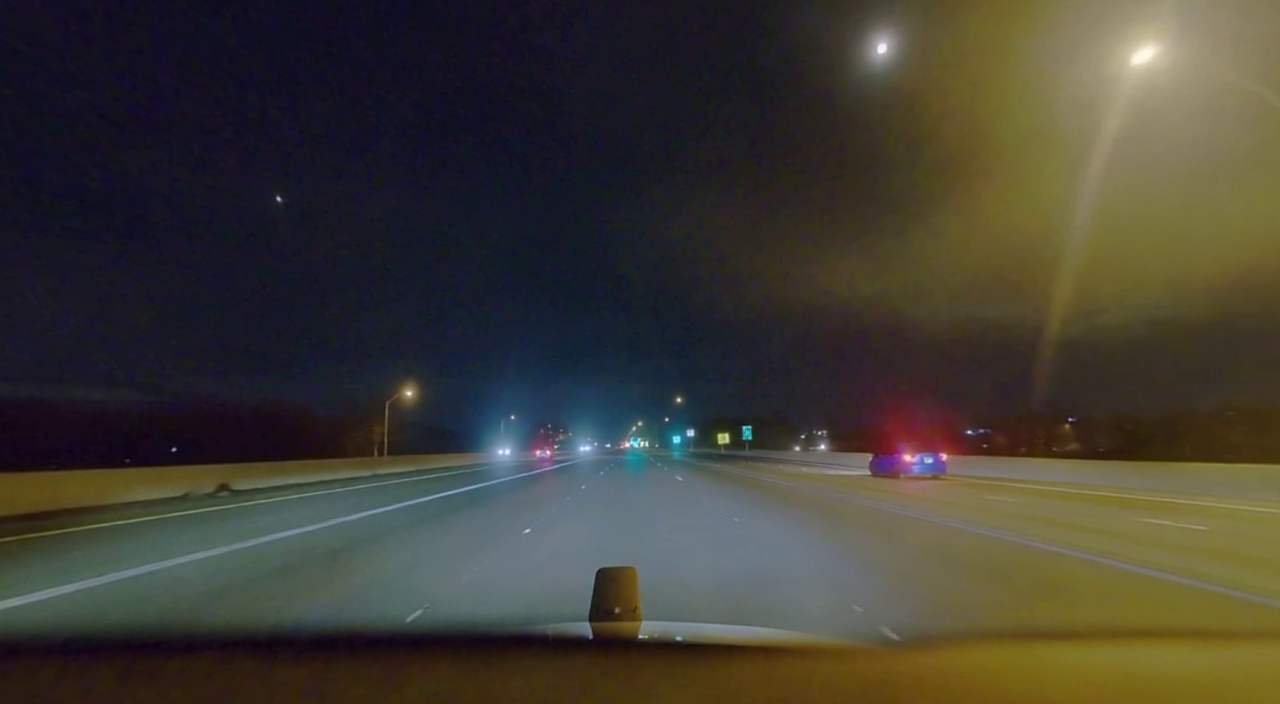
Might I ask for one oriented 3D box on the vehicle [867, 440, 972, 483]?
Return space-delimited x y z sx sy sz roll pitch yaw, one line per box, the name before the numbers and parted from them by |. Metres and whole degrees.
vehicle | 10.741 4.222 24.725 1.985 1.493 4.486 0 -9 -1
